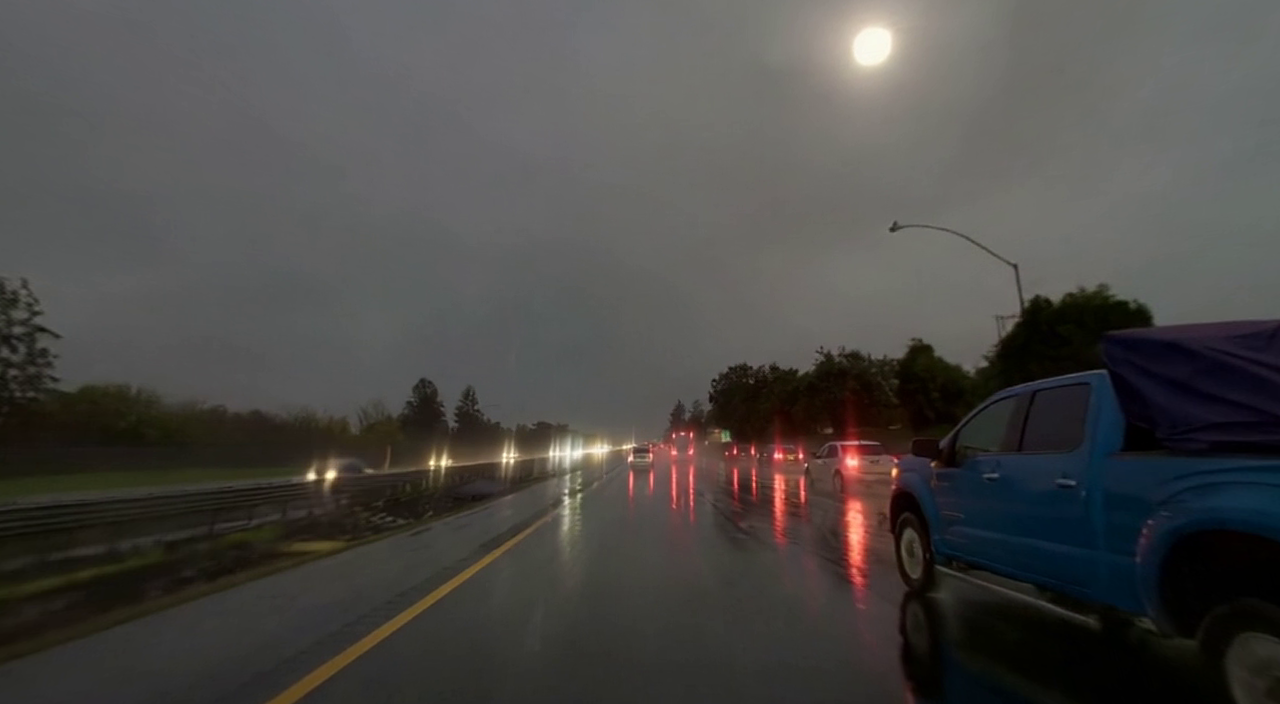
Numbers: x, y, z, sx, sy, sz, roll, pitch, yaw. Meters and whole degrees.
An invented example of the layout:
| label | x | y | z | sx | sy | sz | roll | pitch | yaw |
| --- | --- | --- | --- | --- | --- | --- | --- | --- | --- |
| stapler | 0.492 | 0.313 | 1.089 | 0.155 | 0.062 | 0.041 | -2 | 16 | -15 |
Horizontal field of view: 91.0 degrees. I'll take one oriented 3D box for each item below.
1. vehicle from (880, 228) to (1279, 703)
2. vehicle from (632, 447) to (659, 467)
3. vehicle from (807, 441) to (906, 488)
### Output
| label | x | y | z | sx | sy | sz | roll | pitch | yaw |
| --- | --- | --- | --- | --- | --- | --- | --- | --- | --- |
| vehicle | 3.580 | 0.742 | 3.399 | 2.354 | 2.079 | 5.586 | 0 | -9 | 0 |
| vehicle | 0.410 | 8.106 | 48.700 | 2.030 | 1.473 | 3.926 | 0 | -9 | 0 |
| vehicle | 7.766 | 4.064 | 23.063 | 1.989 | 1.526 | 4.443 | 0 | -9 | -1 |
